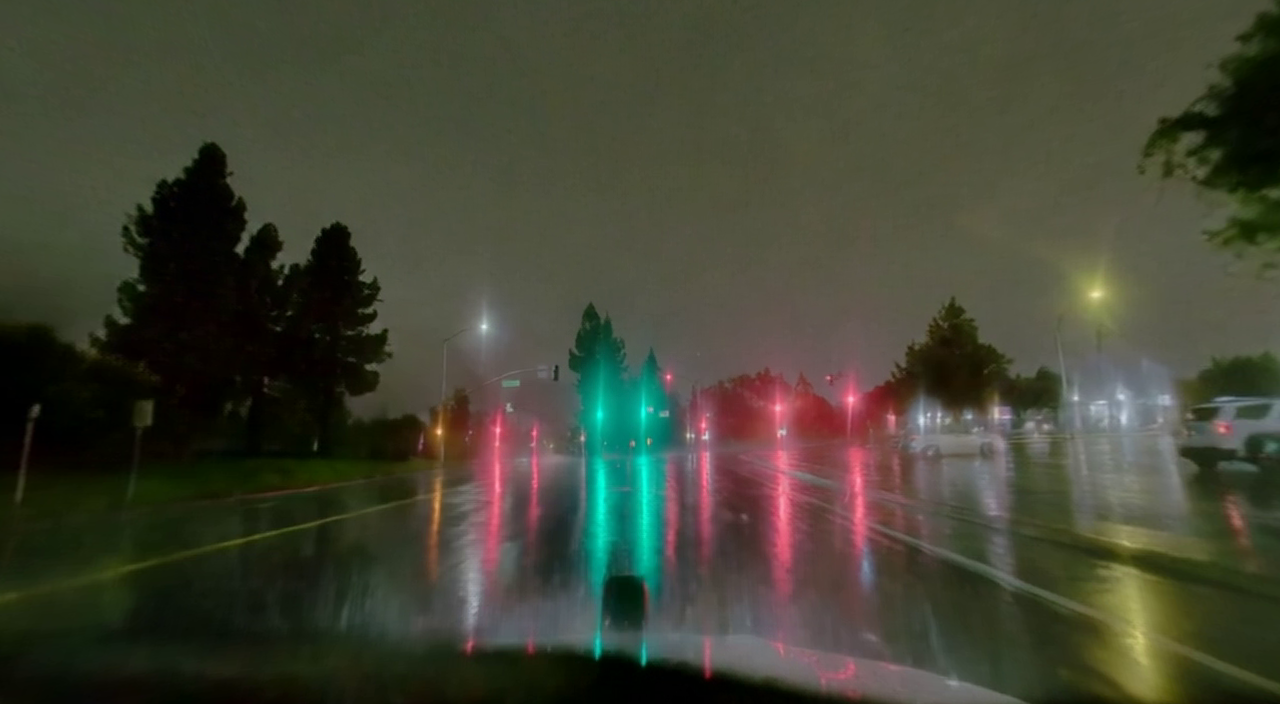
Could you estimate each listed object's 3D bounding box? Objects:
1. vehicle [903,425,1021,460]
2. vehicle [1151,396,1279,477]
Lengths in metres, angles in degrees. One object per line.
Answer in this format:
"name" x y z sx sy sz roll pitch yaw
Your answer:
"vehicle" 14.196 4.016 27.956 4.167 1.476 1.871 0 -8 0
"vehicle" 14.063 1.834 13.583 4.358 1.625 1.842 0 -8 3
